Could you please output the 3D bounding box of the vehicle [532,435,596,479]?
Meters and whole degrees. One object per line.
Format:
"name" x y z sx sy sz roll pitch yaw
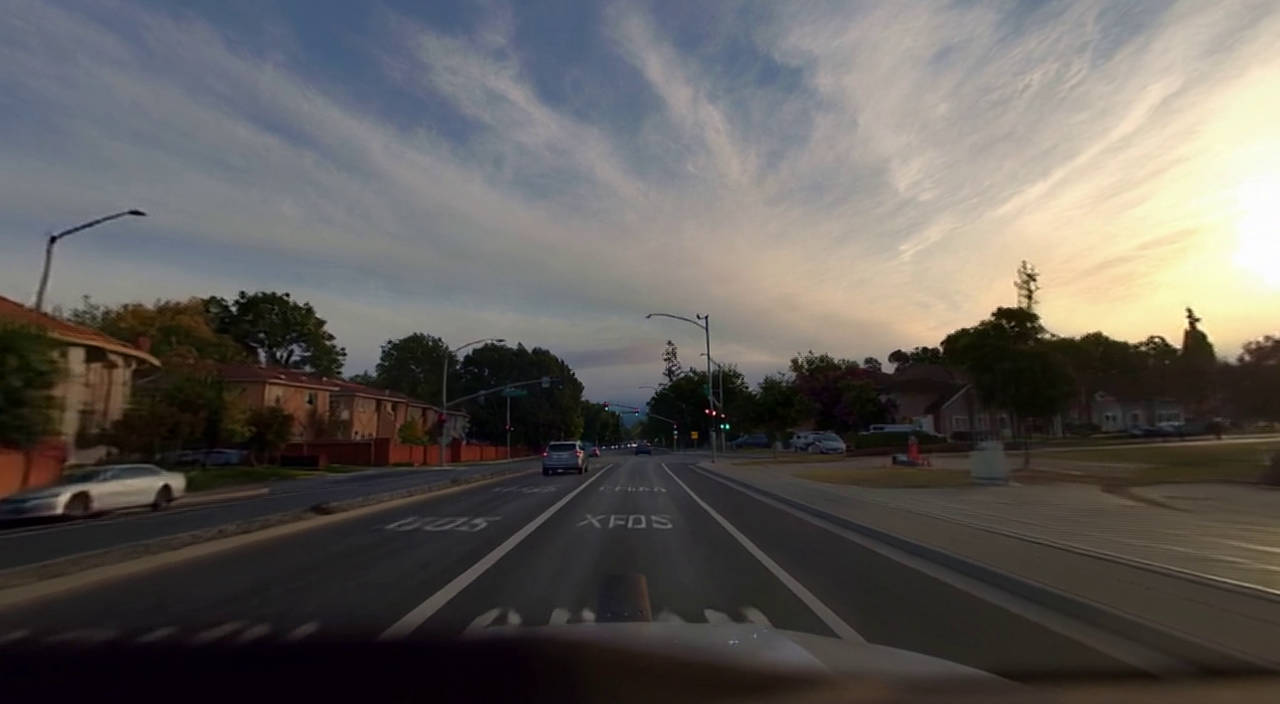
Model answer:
"vehicle" -3.133 4.468 27.055 2.084 1.701 4.734 0 -8 1

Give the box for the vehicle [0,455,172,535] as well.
"vehicle" -14.214 3.439 15.547 1.860 1.490 4.542 -4 -7 0
